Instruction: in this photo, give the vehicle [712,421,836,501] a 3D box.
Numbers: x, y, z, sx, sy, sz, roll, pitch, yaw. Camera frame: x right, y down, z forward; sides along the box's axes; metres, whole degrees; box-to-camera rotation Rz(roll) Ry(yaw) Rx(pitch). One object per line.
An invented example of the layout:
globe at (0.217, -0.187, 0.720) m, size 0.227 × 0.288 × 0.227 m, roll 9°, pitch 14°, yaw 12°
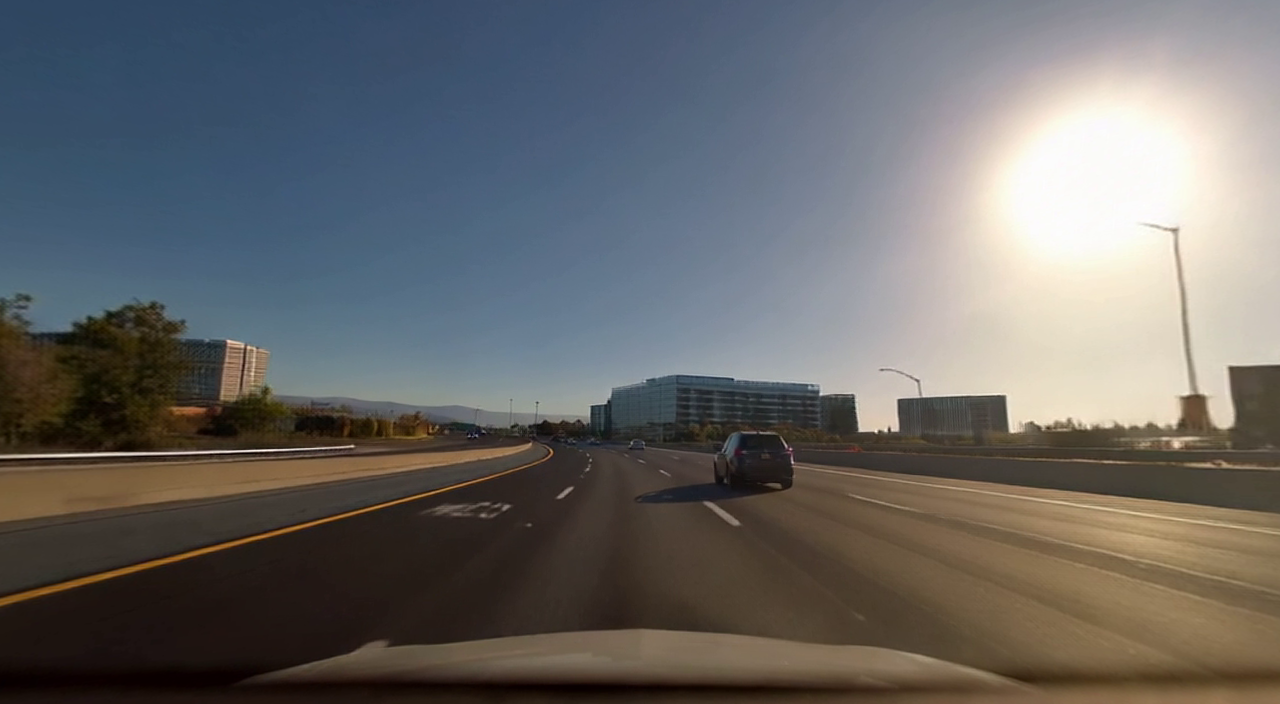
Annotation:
vehicle at (3.145, 2.674, 15.812) m, size 2.059 × 1.715 × 4.192 m, roll 0°, pitch -8°, yaw -2°
